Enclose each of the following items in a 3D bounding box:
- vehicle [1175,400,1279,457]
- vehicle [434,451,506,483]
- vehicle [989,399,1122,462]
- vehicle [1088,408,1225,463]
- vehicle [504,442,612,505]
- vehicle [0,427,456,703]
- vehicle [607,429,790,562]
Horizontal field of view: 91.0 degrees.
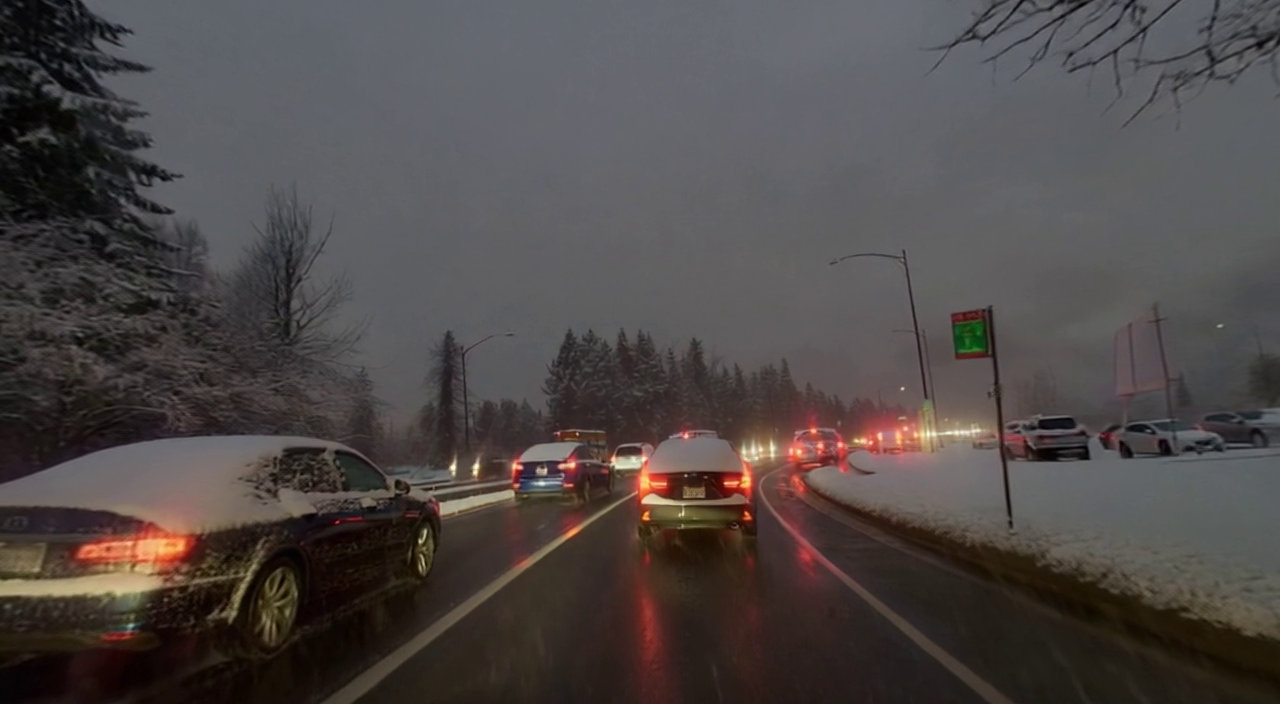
[{"bbox_3d":[20.197,2.514,20.864,1.902,1.529,3.937,-10,-10,12],"label":"vehicle"},{"bbox_3d":[-8.746,5.950,32.908,1.947,1.482,4.589,-1,-9,8],"label":"vehicle"},{"bbox_3d":[14.223,2.813,21.963,2.288,1.933,4.612,-2,-9,13],"label":"vehicle"},{"bbox_3d":[17.359,2.859,21.432,1.803,1.518,3.893,-7,-9,11],"label":"vehicle"},{"bbox_3d":[-2.082,3.257,17.377,1.870,1.490,4.187,-1,-9,8],"label":"vehicle"},{"bbox_3d":[-3.225,1.448,5.181,1.940,1.502,4.241,-1,-9,3],"label":"vehicle"},{"bbox_3d":[0.841,2.004,9.522,2.142,1.528,4.133,-1,-9,5],"label":"vehicle"}]
